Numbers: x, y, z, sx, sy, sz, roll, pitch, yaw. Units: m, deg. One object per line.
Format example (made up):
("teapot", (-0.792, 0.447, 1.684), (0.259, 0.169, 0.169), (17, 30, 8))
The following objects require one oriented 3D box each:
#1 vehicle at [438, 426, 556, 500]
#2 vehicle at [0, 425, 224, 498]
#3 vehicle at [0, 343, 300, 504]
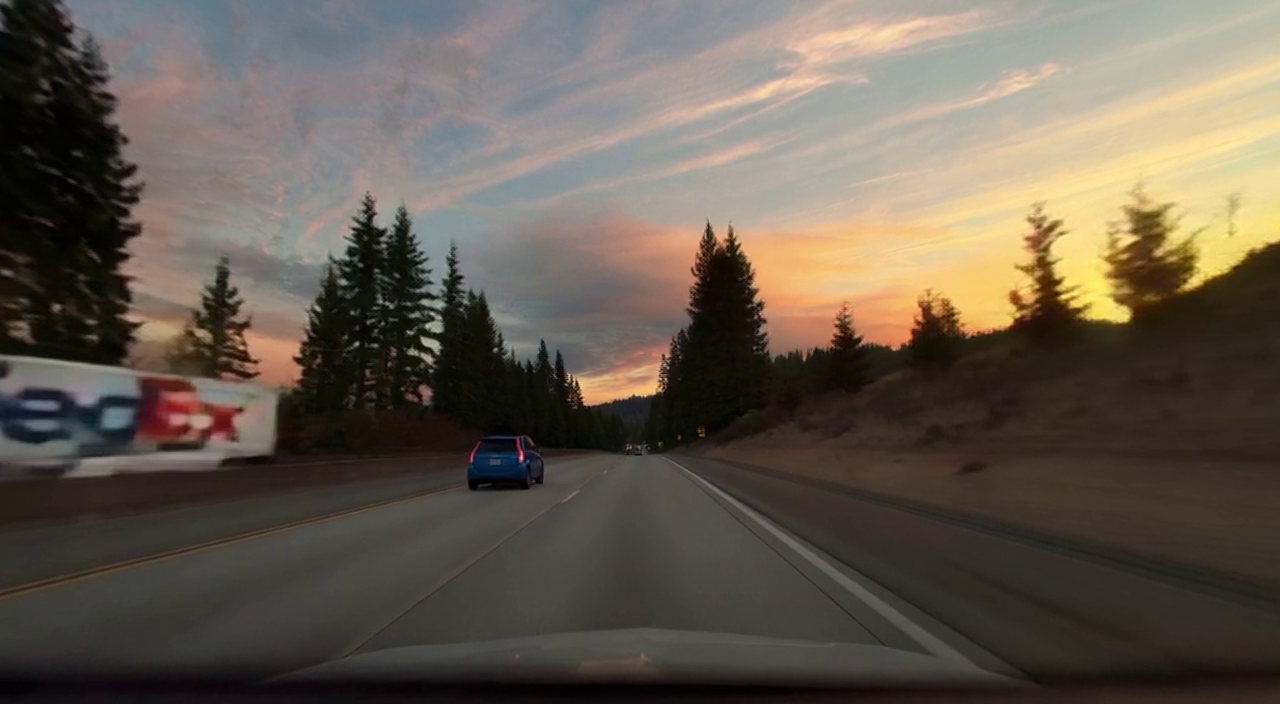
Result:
("vehicle", (-3.726, 2.976, 17.296), (2.084, 1.752, 4.479), (0, -8, 1))
("vehicle", (-13.865, 2.835, 16.788), (1.975, 1.630, 5.130), (0, -8, 0))
("vehicle", (-17.914, 2.637, 21.697), (2.945, 4.100, 16.364), (0, -8, 1))
